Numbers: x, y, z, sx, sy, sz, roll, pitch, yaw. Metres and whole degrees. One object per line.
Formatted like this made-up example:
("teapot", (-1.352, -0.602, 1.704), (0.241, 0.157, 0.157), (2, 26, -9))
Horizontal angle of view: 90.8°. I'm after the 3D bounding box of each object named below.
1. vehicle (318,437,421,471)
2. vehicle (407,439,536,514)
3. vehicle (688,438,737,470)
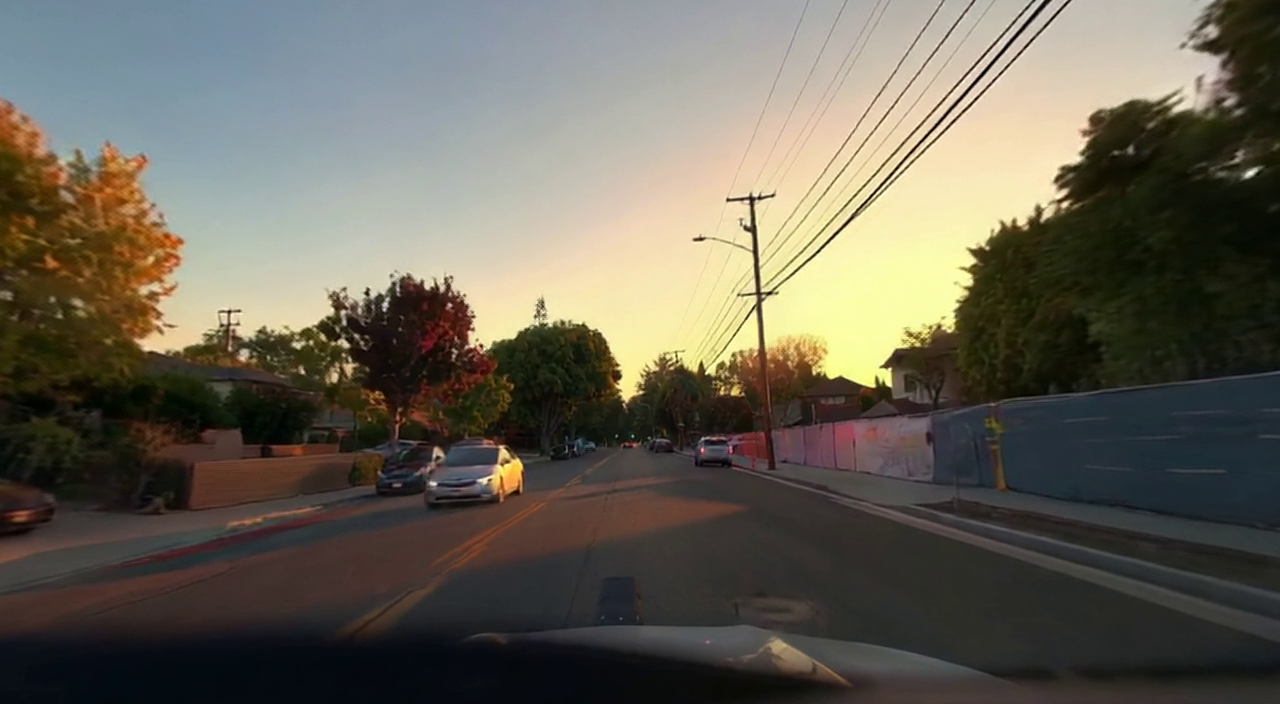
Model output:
("vehicle", (-15.107, 5.729, 35.480), (4.833, 1.831, 2.066), (0, -9, 0))
("vehicle", (-4.064, 3.046, 16.076), (2.068, 1.543, 4.523), (-2, -8, 0))
("vehicle", (3.623, 5.209, 32.411), (1.902, 1.542, 4.099), (0, -8, -2))
